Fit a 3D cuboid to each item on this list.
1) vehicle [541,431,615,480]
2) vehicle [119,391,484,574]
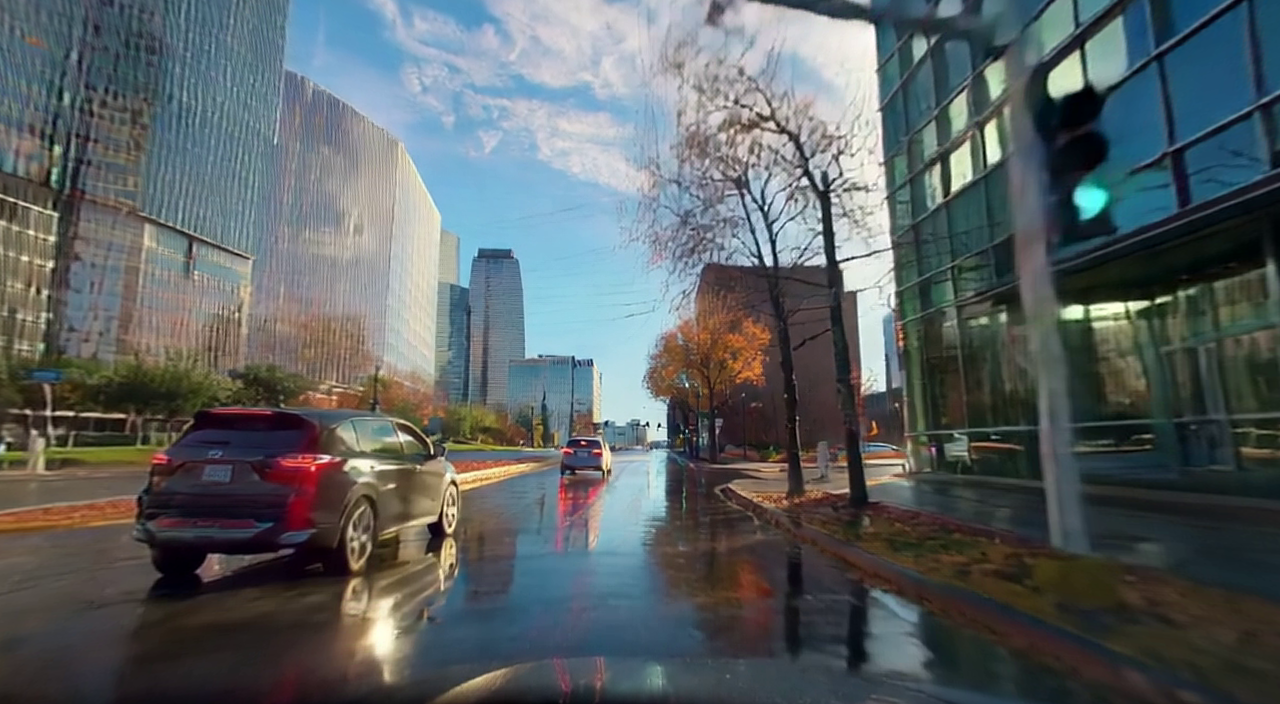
[{"bbox_3d":[-2.504,4.446,27.119,2.384,1.849,5.009,0,-9,3],"label":"vehicle"},{"bbox_3d":[-3.903,1.624,8.516,2.169,1.741,4.588,0,-9,3],"label":"vehicle"}]
